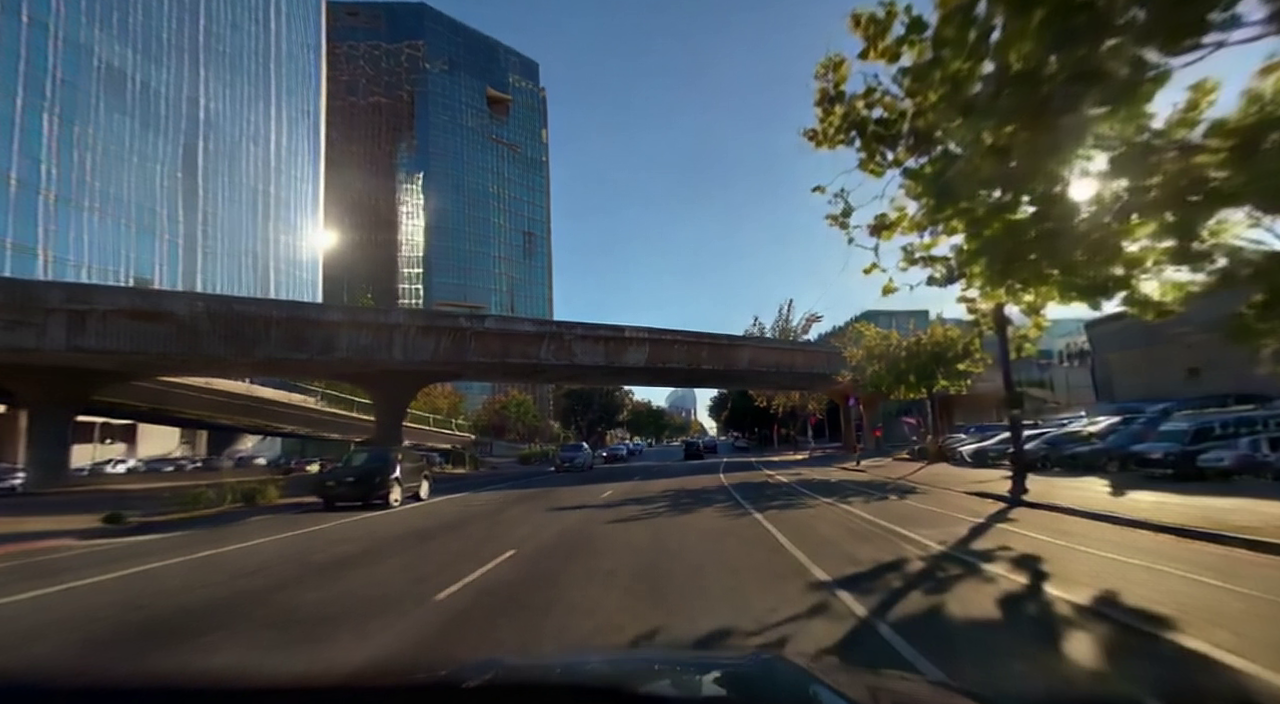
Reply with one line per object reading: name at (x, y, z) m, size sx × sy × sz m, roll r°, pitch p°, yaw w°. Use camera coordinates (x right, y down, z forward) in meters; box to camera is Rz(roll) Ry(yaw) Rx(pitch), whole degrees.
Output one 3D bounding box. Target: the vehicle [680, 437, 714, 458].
vehicle at (4.333, 7.160, 47.122) m, size 2.280 × 1.475 × 4.051 m, roll -1°, pitch -8°, yaw 8°
